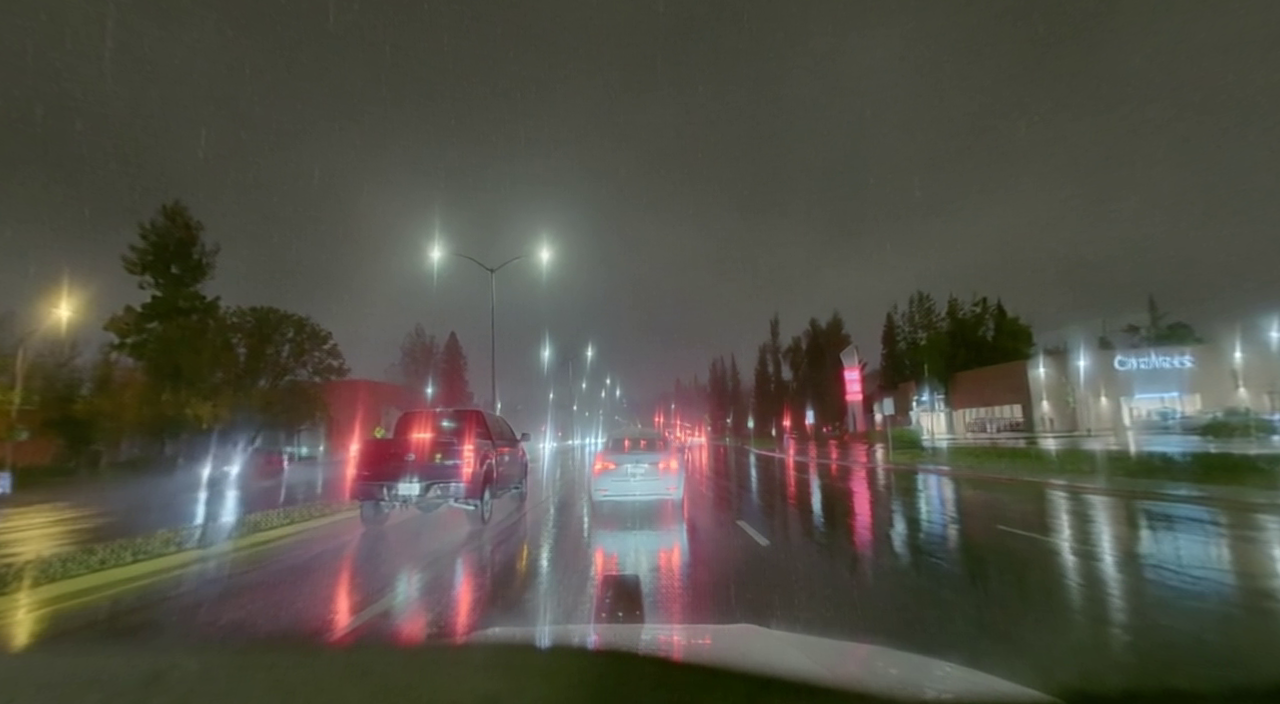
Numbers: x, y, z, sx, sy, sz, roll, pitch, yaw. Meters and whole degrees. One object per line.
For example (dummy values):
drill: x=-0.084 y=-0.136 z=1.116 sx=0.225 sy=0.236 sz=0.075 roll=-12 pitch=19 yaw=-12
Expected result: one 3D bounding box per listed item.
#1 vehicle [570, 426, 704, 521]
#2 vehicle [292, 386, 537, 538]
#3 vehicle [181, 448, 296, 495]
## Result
vehicle: x=-0.116 y=2.224 z=12.075 sx=2.126 sy=1.475 sz=3.967 roll=0 pitch=-8 yaw=-2
vehicle: x=-3.427 y=1.854 z=11.157 sx=2.301 sy=1.985 sz=5.531 roll=0 pitch=-8 yaw=0
vehicle: x=-14.391 y=4.261 z=22.951 sx=1.737 sy=1.498 sz=3.854 roll=0 pitch=-8 yaw=-2
